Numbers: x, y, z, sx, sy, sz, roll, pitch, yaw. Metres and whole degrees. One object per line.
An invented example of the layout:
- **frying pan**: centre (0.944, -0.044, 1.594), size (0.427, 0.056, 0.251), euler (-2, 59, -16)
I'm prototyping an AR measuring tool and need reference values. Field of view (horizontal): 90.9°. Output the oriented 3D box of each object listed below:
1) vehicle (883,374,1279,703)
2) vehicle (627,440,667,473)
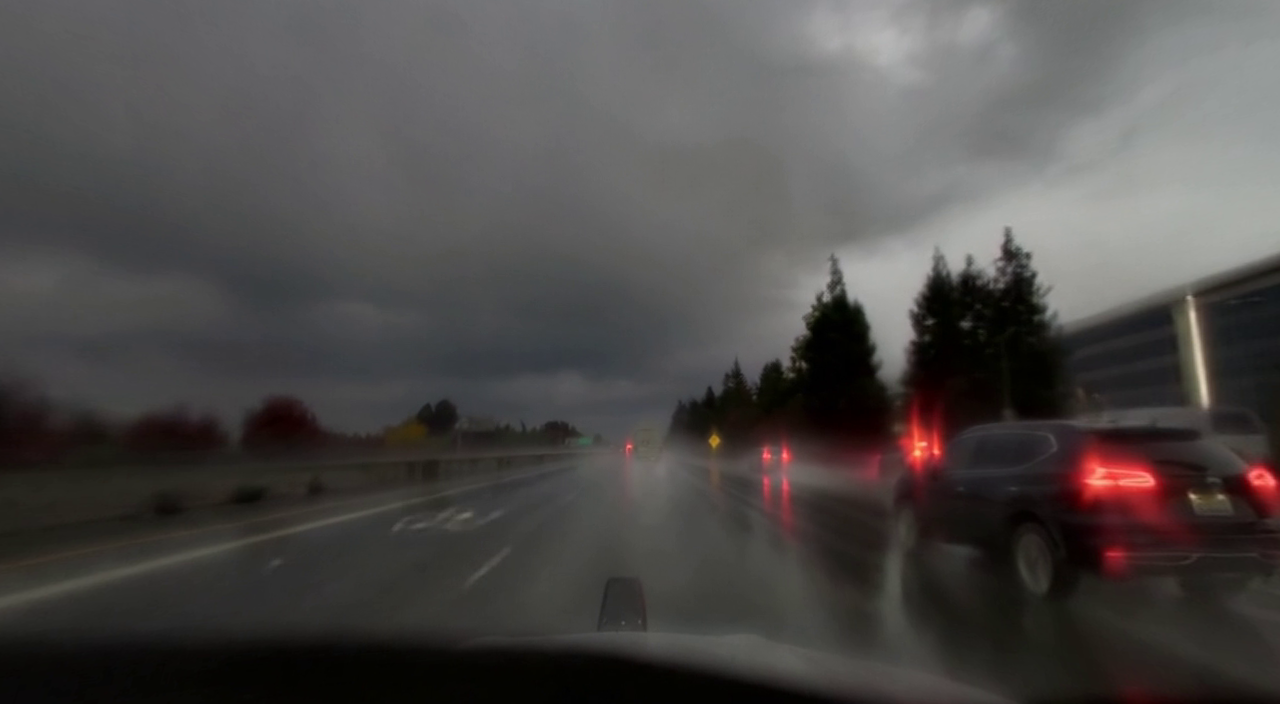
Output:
- **vehicle**: centre (4.123, 1.268, 5.517), size (2.008, 1.595, 5.082), euler (0, -9, 1)
- **vehicle**: centre (0.337, 5.651, 34.094), size (2.015, 1.639, 4.086), euler (0, -9, 0)
